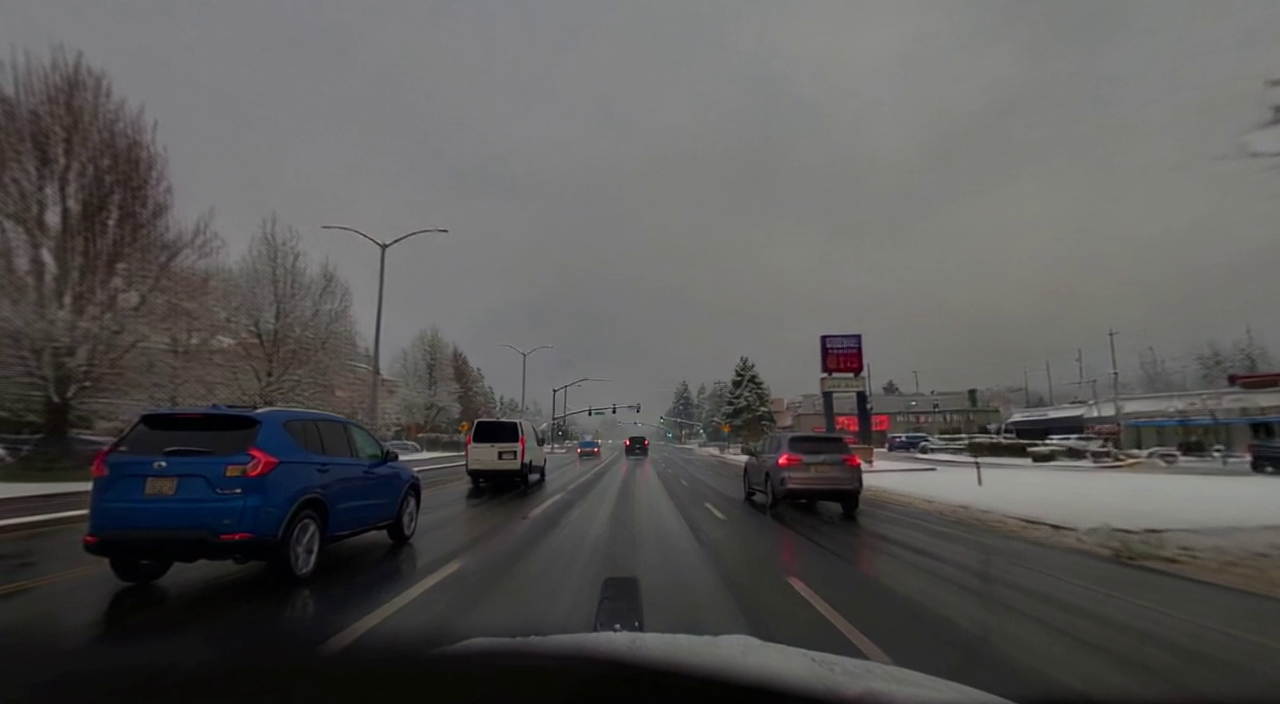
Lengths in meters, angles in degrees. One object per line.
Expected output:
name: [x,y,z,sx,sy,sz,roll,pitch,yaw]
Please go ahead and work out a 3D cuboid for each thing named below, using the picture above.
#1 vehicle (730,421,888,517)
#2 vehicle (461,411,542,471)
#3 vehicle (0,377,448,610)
vehicle: [3.563,2.594,14.429,2.167,1.792,4.835,0,-9,-2]
vehicle: [-6.474,4.332,30.411,2.863,2.592,6.410,1,-9,-4]
vehicle: [-3.850,1.388,6.975,2.038,1.748,4.303,0,-9,1]
